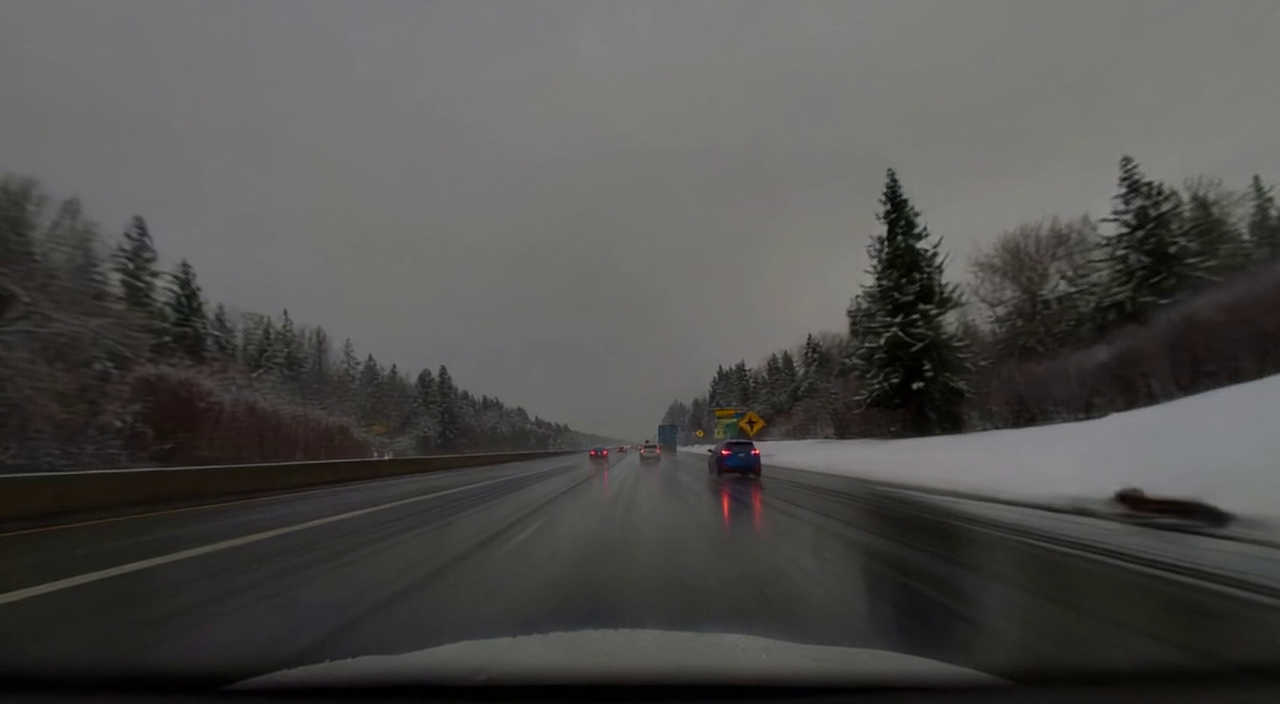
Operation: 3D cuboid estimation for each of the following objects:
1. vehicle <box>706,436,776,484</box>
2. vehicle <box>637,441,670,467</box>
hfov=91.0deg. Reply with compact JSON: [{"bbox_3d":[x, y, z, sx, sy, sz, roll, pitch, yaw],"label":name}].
[{"bbox_3d":[3.929,4.288,25.225,2.082,1.720,4.393,0,-9,0],"label":"vehicle"},{"bbox_3d":[0.929,7.373,45.737,2.205,1.785,4.423,0,-9,0],"label":"vehicle"}]
